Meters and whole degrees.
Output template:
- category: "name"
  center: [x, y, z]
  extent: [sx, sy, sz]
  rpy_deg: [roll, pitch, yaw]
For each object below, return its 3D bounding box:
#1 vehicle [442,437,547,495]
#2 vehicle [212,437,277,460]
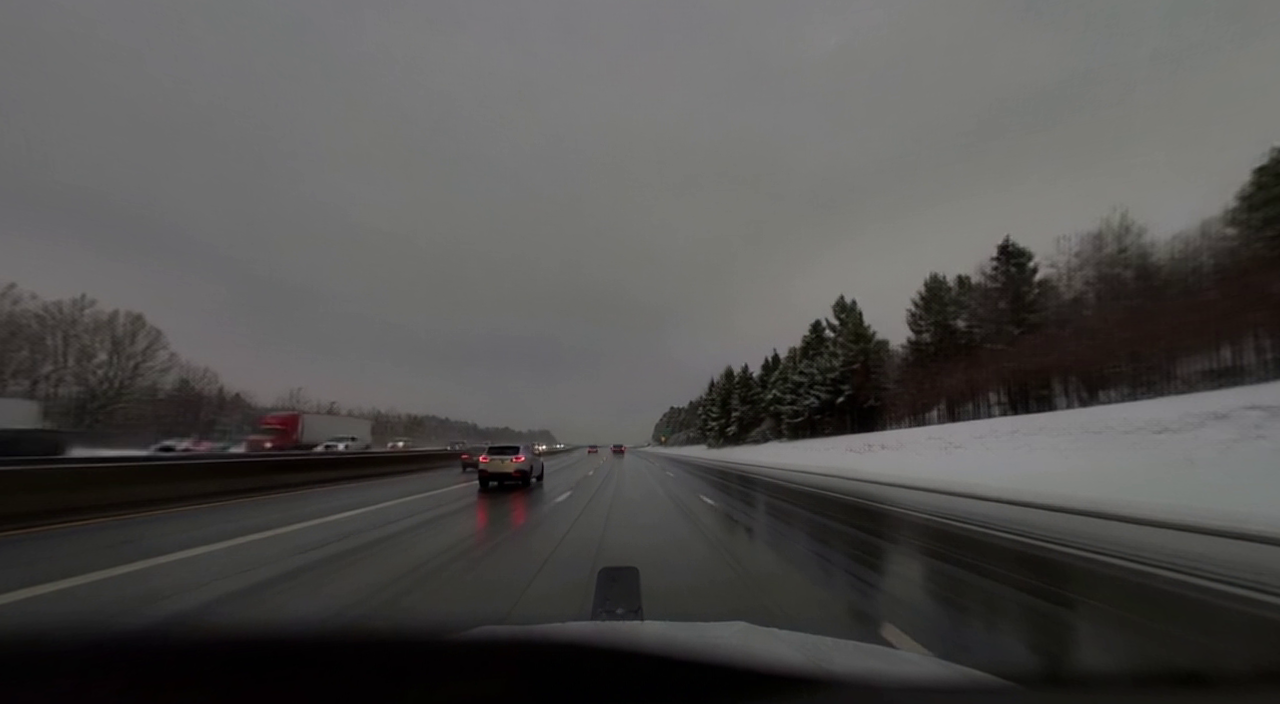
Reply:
- category: "vehicle"
  center: [-4.204, 3.362, 19.067]
  extent: [2.073, 1.516, 4.478]
  rpy_deg: [0, -9, 0]
- category: "vehicle"
  center: [-29.613, 7.231, 47.487]
  extent: [2.001, 1.637, 4.585]
  rpy_deg: [0, -9, -2]
